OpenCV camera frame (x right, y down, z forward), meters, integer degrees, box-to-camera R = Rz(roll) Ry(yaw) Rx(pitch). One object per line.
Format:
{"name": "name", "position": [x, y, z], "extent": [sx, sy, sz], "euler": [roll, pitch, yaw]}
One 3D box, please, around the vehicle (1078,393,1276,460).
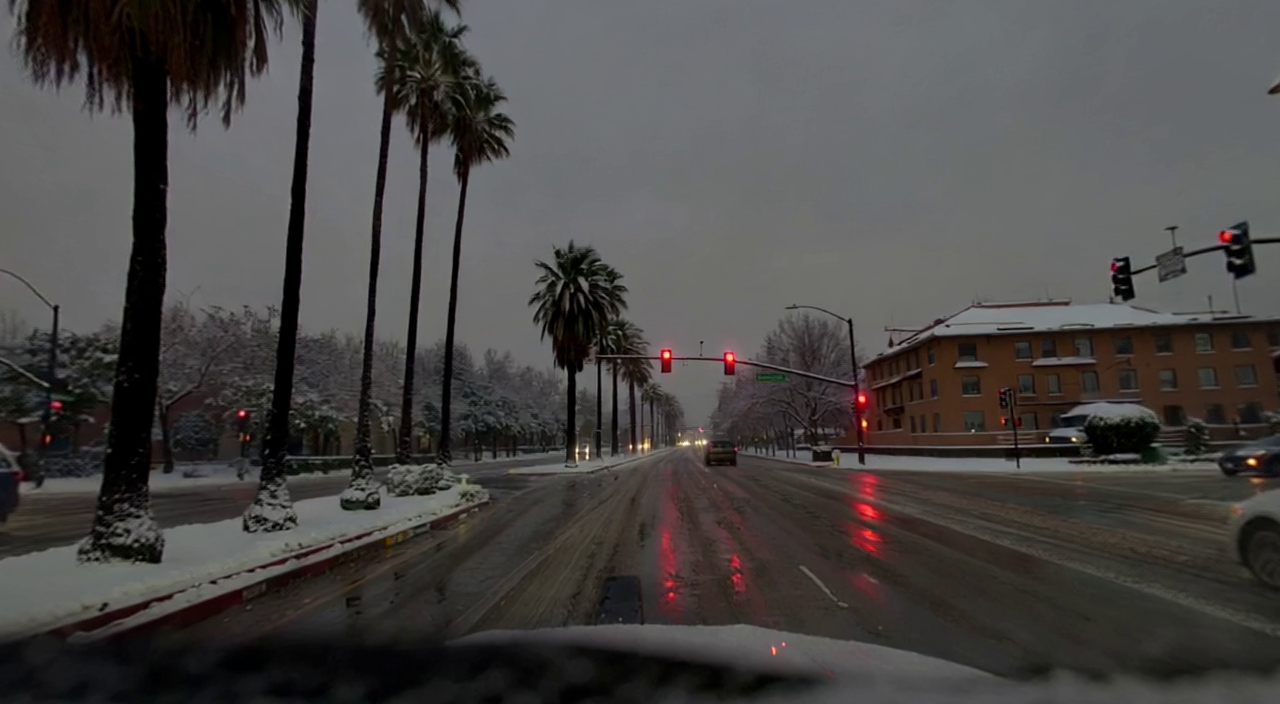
{"name": "vehicle", "position": [32.623, 4.725, 39.336], "extent": [2.863, 3.609, 10.252], "euler": [0, -8, -3]}
